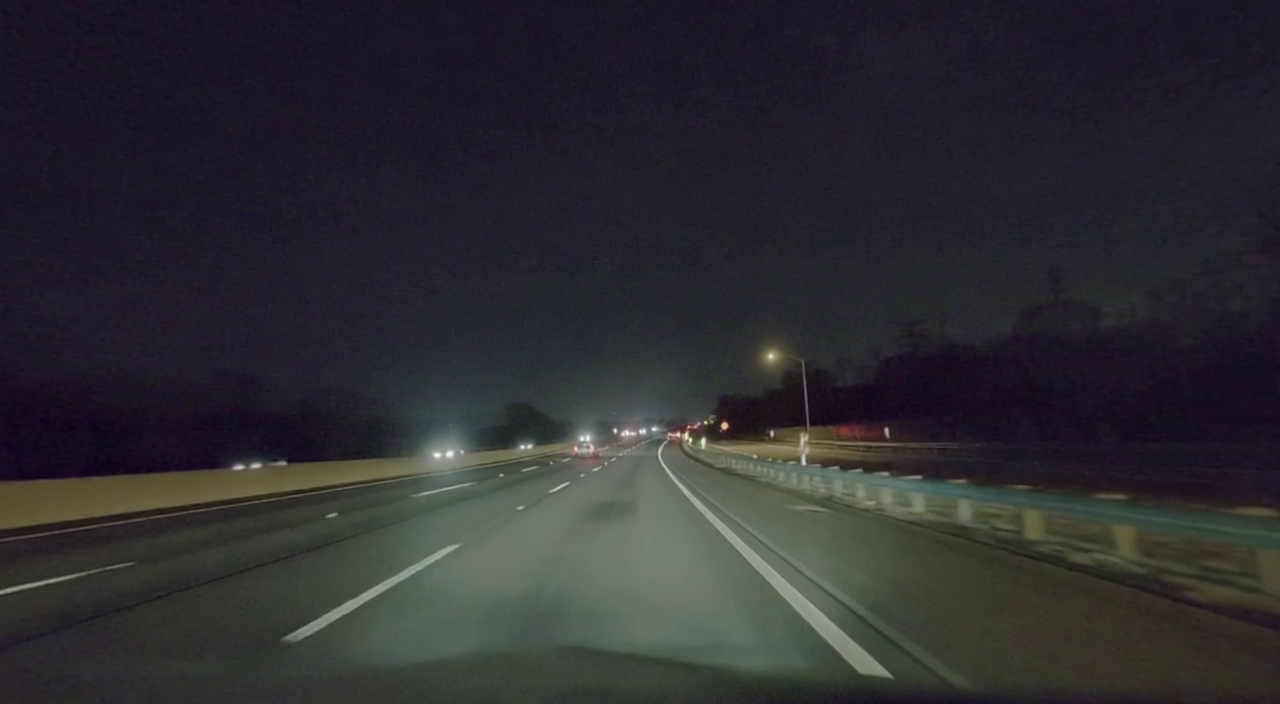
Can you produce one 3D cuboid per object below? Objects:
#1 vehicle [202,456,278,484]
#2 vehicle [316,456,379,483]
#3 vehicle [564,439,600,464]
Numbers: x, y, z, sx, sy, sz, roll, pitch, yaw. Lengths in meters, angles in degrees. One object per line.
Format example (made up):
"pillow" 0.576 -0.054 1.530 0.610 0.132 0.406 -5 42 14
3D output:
"vehicle" -24.281 7.128 38.193 1.844 1.533 4.111 0 -9 1
"vehicle" -16.979 6.815 36.587 1.775 1.444 3.821 0 -9 0
"vehicle" -3.946 6.797 42.939 1.998 1.584 4.005 0 -9 1
